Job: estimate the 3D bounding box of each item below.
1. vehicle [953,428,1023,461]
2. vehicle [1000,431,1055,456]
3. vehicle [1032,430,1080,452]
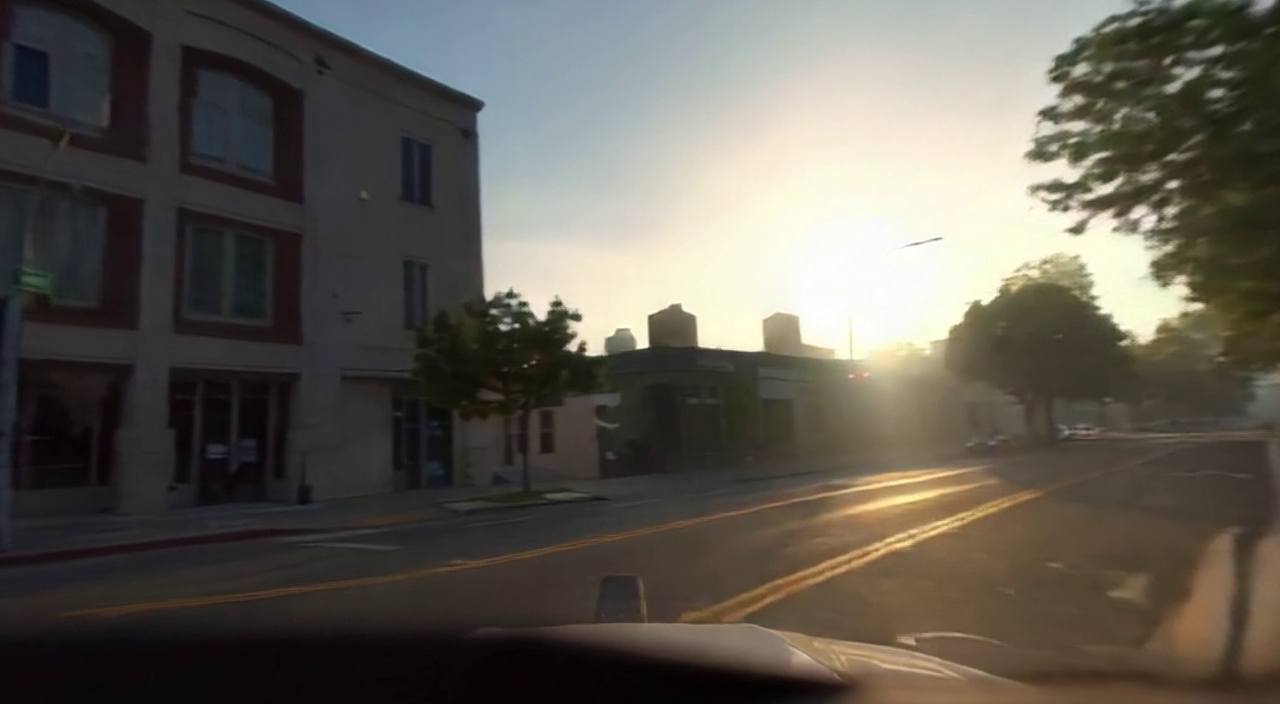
[{"bbox_3d":[19.324,5.104,35.020,4.335,1.708,2.075,7,-11,-43],"label":"vehicle"},{"bbox_3d":[24.269,5.730,39.488,4.201,1.440,1.719,7,-11,-43],"label":"vehicle"},{"bbox_3d":[28.667,6.135,43.488,1.881,1.459,4.202,-8,-12,44],"label":"vehicle"}]
